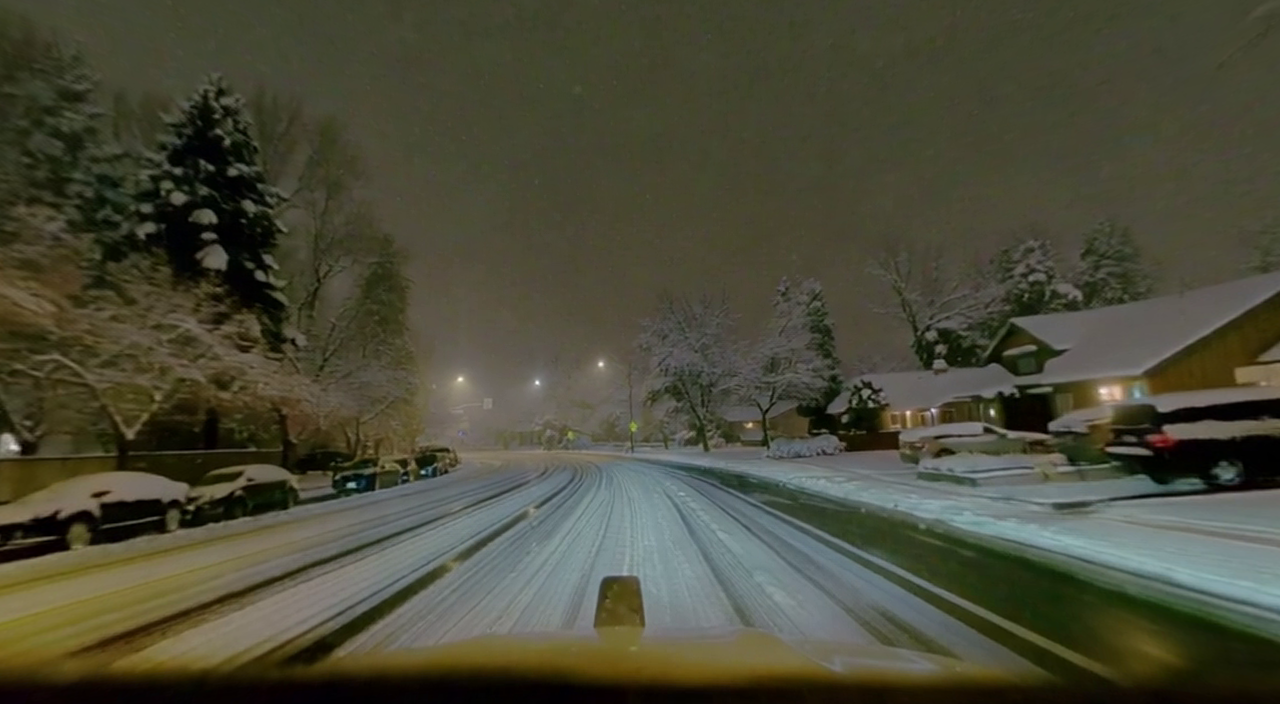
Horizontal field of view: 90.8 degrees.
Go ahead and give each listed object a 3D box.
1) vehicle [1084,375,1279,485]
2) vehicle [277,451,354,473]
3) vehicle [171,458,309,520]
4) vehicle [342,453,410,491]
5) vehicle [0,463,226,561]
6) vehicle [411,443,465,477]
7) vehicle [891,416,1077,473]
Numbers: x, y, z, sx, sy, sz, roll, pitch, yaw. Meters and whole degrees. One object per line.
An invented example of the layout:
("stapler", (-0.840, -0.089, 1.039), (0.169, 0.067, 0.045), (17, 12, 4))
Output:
("vehicle", (12.604, 1.561, 12.517), (5.437, 1.931, 2.837), (0, -8, 1))
("vehicle", (-23.109, 7.851, 45.059), (4.435, 1.472, 1.870), (0, -8, 0))
("vehicle", (-11.218, 3.822, 18.013), (1.586, 1.433, 3.485), (1, -8, 0))
("vehicle", (-11.907, 5.394, 28.761), (1.750, 1.471, 3.960), (2, -8, -7))
("vehicle", (-10.974, 3.096, 12.970), (1.922, 1.496, 4.598), (0, -8, -2))
("vehicle", (-12.916, 6.905, 40.725), (2.190, 1.789, 5.477), (-4, -7, -6))
("vehicle", (10.991, 2.998, 20.475), (4.760, 1.738, 2.052), (0, -8, 0))
